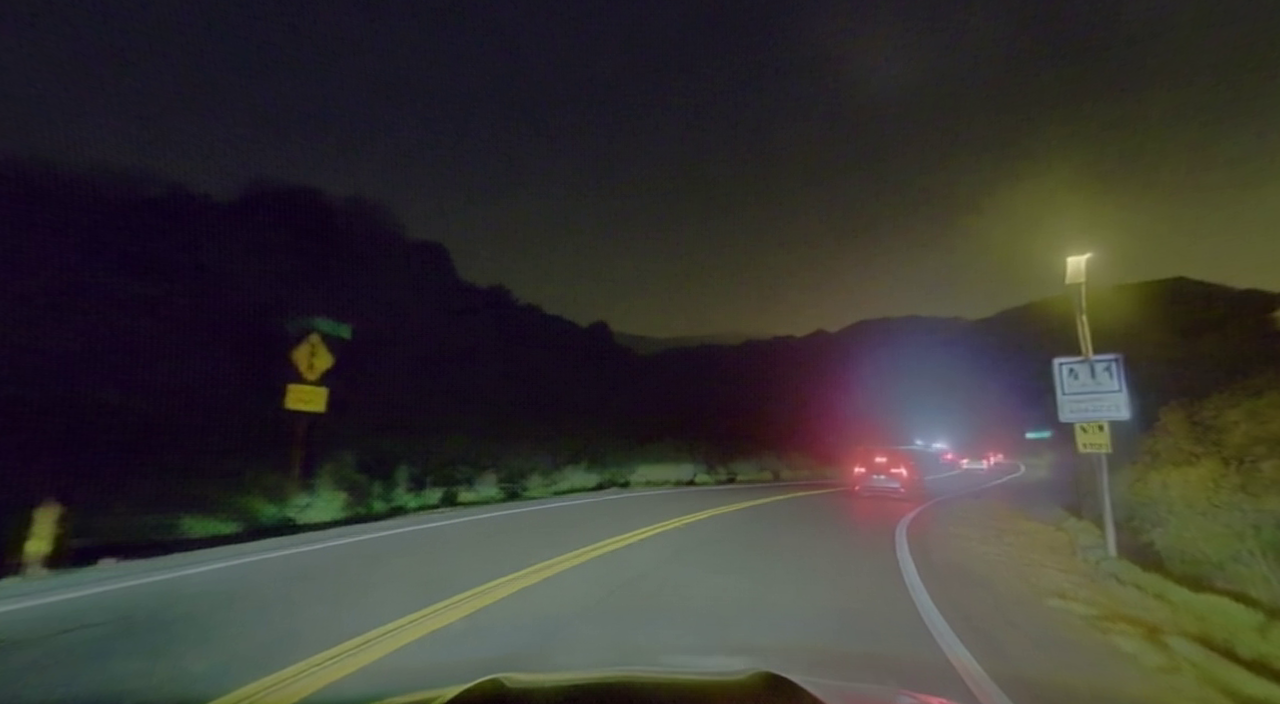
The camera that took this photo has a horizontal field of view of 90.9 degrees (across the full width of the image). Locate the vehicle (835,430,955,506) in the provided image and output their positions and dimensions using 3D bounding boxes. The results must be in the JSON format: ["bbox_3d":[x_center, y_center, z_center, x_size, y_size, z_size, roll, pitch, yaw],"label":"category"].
[{"bbox_3d":[8.116,3.497,19.673,2.500,1.961,5.637,-4,-10,31],"label":"vehicle"}]
